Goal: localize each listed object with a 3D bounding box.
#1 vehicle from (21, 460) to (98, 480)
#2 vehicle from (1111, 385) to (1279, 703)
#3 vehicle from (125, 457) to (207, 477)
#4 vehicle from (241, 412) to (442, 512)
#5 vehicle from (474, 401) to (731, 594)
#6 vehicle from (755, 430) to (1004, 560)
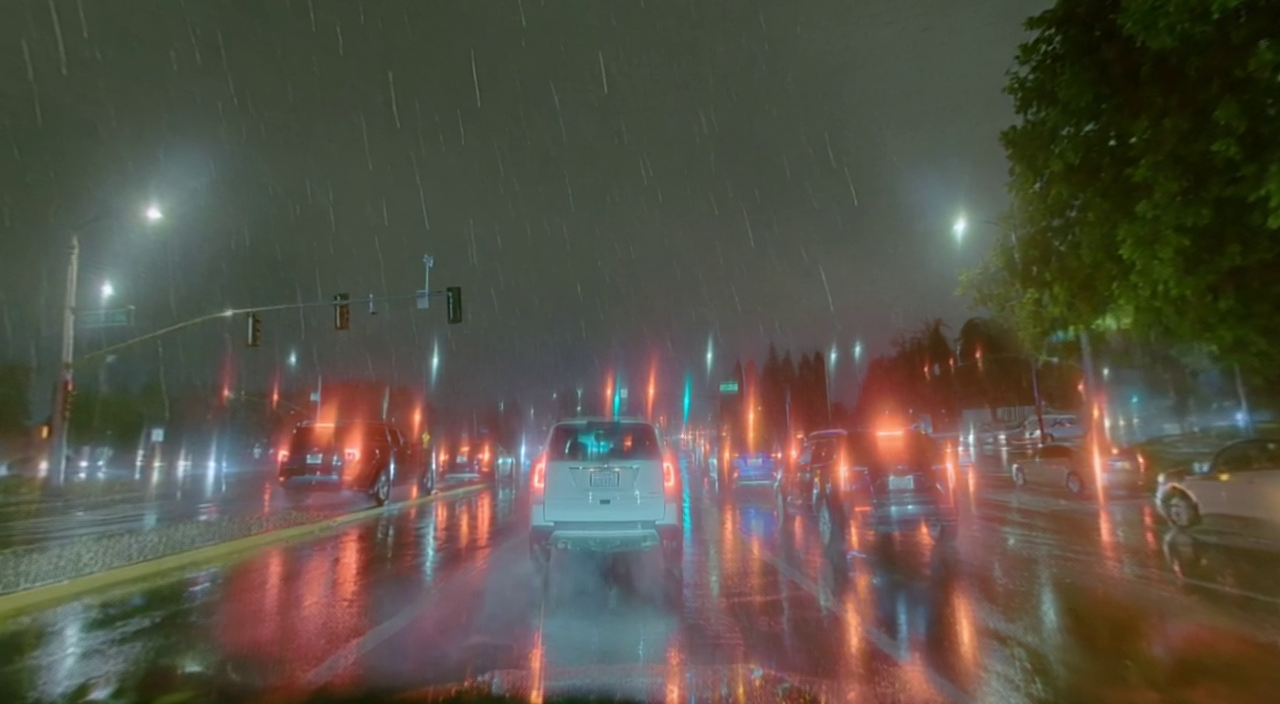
[{"bbox_3d":[-45.652,9.268,49.421,4.232,1.498,1.791,0,-8,1],"label":"vehicle"},{"bbox_3d":[3.305,0.672,0.838,1.980,1.515,4.362,0,-8,1],"label":"vehicle"},{"bbox_3d":[-37.305,9.048,49.493,4.914,1.487,1.850,0,-8,0],"label":"vehicle"},{"bbox_3d":[-6.720,2.555,15.011,2.214,1.953,5.017,0,-8,1],"label":"vehicle"},{"bbox_3d":[-0.316,1.586,7.641,2.256,1.694,4.055,0,-8,0],"label":"vehicle"},{"bbox_3d":[3.157,1.972,9.493,1.971,1.473,4.495,0,-8,0],"label":"vehicle"}]
